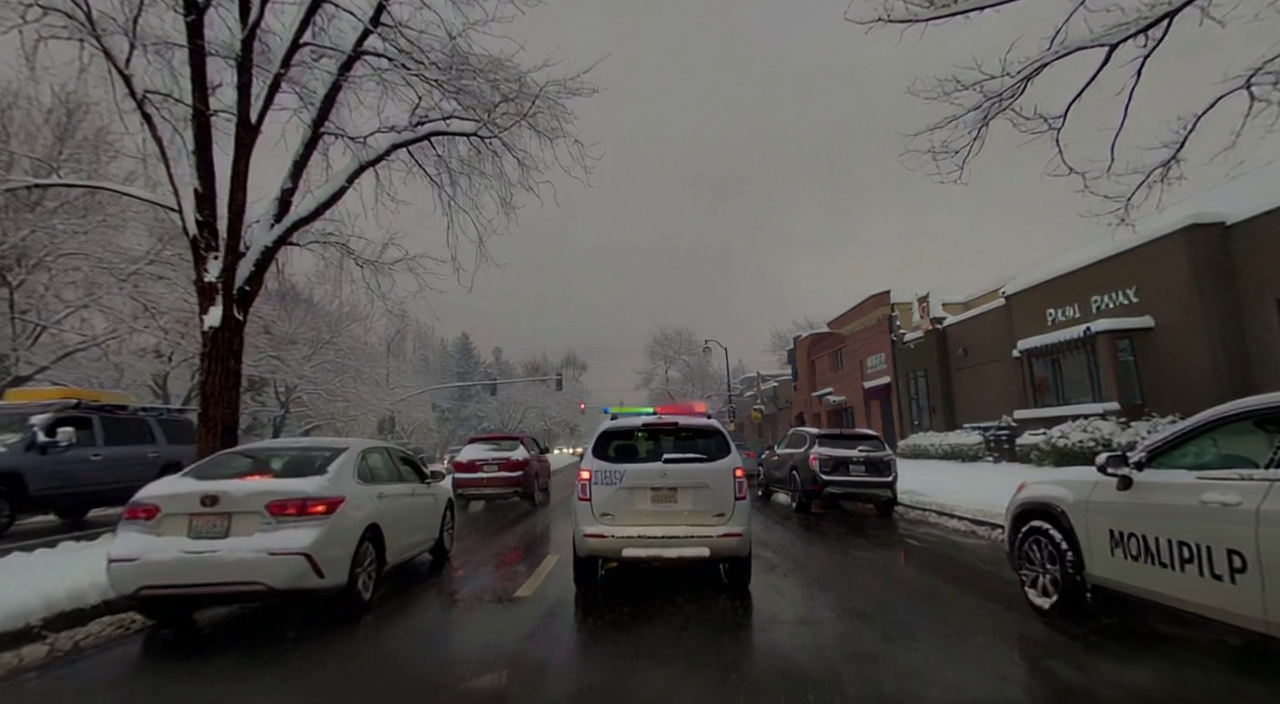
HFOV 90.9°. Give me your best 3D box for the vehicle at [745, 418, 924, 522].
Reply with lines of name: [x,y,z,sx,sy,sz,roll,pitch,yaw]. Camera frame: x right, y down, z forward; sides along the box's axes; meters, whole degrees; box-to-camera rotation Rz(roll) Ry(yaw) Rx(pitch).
vehicle: [4.045,2.588,14.463,2.038,1.865,5.786,1,-8,-3]

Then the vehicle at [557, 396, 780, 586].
vehicle: [0.257,1.597,7.990,2.075,1.770,4.018,0,-8,0]

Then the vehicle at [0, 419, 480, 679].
vehicle: [-2.978,1.451,5.817,1.908,1.474,4.257,0,-8,0]

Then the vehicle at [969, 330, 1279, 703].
vehicle: [4.036,0.895,3.195,1.987,1.877,5.330,1,-8,2]

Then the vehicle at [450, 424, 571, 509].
vehicle: [-3.068,2.821,16.011,2.135,1.806,4.514,0,-8,0]
